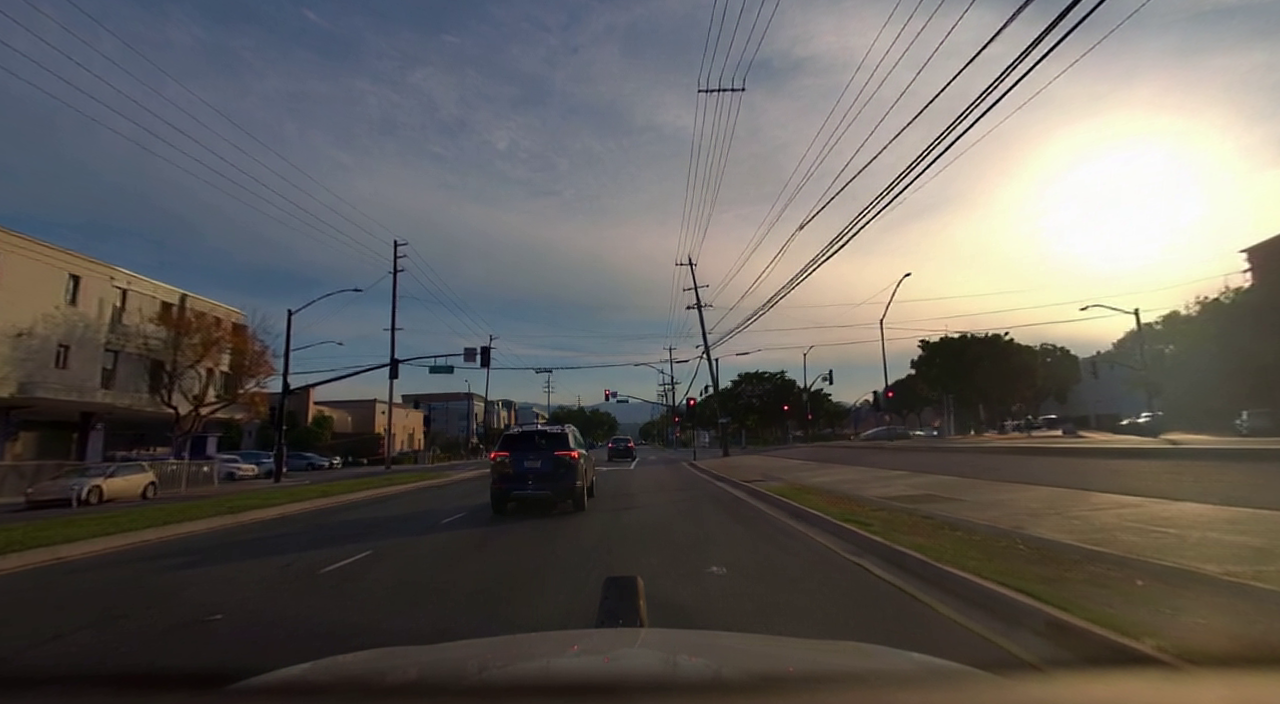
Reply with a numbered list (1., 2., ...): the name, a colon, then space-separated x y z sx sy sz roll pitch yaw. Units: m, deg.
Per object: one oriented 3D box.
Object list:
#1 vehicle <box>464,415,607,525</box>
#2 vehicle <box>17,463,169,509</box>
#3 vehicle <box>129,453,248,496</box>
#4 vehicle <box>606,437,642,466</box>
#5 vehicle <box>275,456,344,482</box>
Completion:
1. vehicle: -1.785 2.215 12.277 2.022 1.757 4.041 0 -9 1
2. vehicle: -20.224 4.947 23.682 1.790 1.415 4.450 0 -9 -2
3. vehicle: -20.140 5.453 28.471 1.989 1.689 4.388 0 -9 2
4. vehicle: -0.939 6.157 39.297 2.144 1.681 3.855 0 -9 0
5. vehicle: -20.148 7.107 38.734 1.826 1.430 4.426 0 -9 0
